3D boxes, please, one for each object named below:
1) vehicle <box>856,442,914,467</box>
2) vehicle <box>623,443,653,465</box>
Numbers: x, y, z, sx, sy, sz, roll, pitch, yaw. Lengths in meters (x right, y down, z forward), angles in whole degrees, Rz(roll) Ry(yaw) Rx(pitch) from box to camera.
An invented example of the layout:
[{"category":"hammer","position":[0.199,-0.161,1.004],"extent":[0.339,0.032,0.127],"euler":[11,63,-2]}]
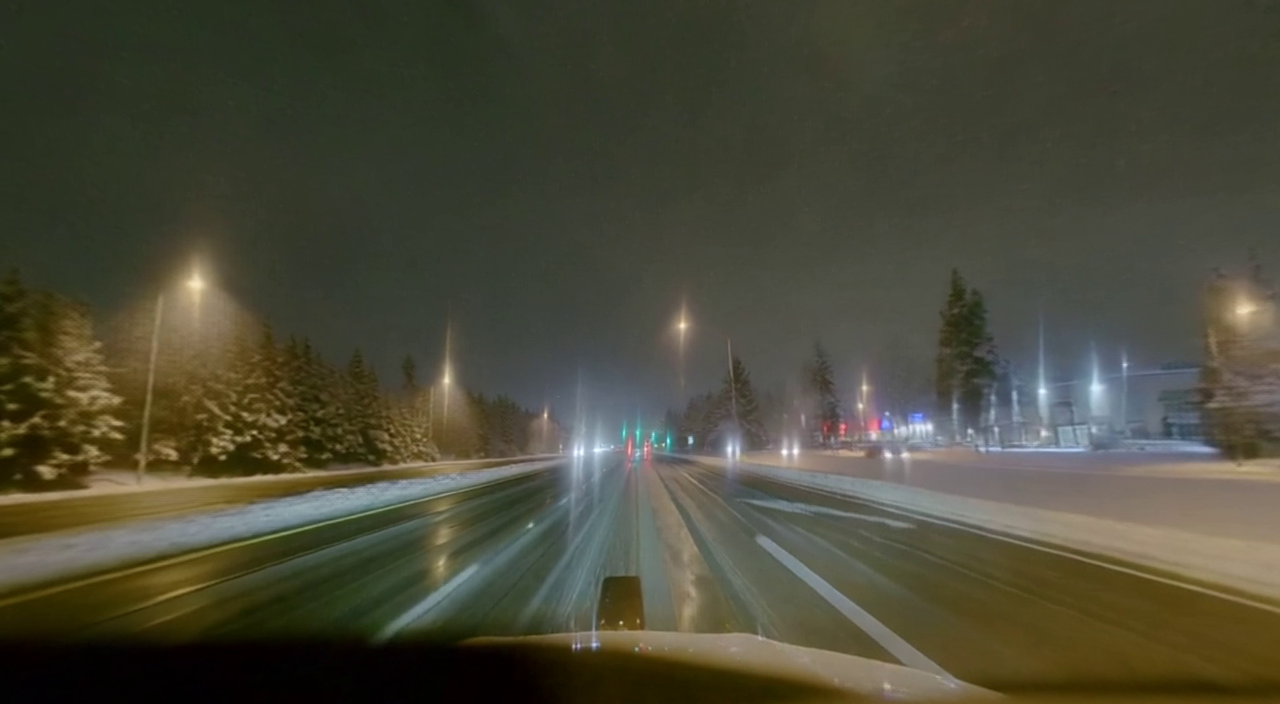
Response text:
[{"category":"vehicle","position":[15.969,6.722,41.263],"extent":[1.987,1.517,4.405],"euler":[0,-9,0]},{"category":"vehicle","position":[-0.183,7.637,47.215],"extent":[2.110,1.555,4.431],"euler":[0,-9,-1]}]
